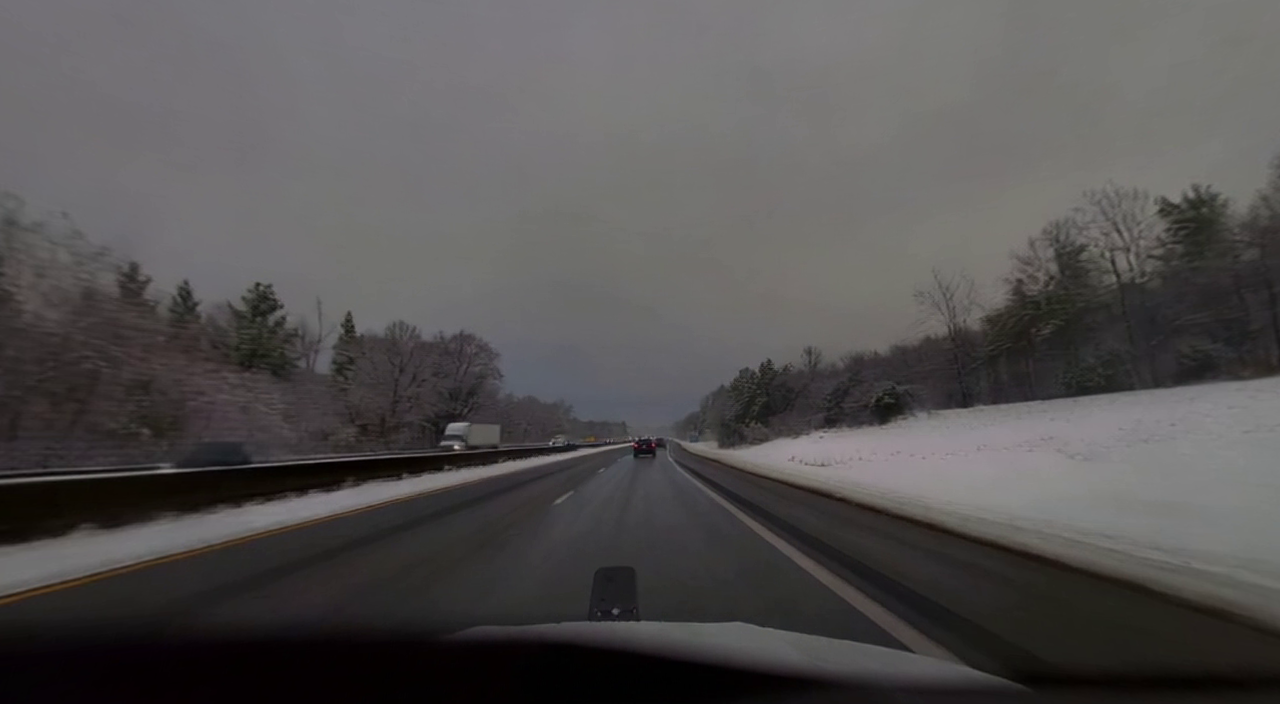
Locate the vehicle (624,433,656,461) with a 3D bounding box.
[{"bbox_3d":[0.028,6.666,44.305,2.188,1.825,4.282,-1,-8,1],"label":"vehicle"}]

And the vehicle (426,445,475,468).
[{"bbox_3d":[-13.024,7.162,43.468,1.931,1.456,4.160,-1,-8,3],"label":"vehicle"}]

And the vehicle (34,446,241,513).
[{"bbox_3d":[-13.186,3.325,16.969,1.935,1.490,4.367,-1,-8,1],"label":"vehicle"}]
